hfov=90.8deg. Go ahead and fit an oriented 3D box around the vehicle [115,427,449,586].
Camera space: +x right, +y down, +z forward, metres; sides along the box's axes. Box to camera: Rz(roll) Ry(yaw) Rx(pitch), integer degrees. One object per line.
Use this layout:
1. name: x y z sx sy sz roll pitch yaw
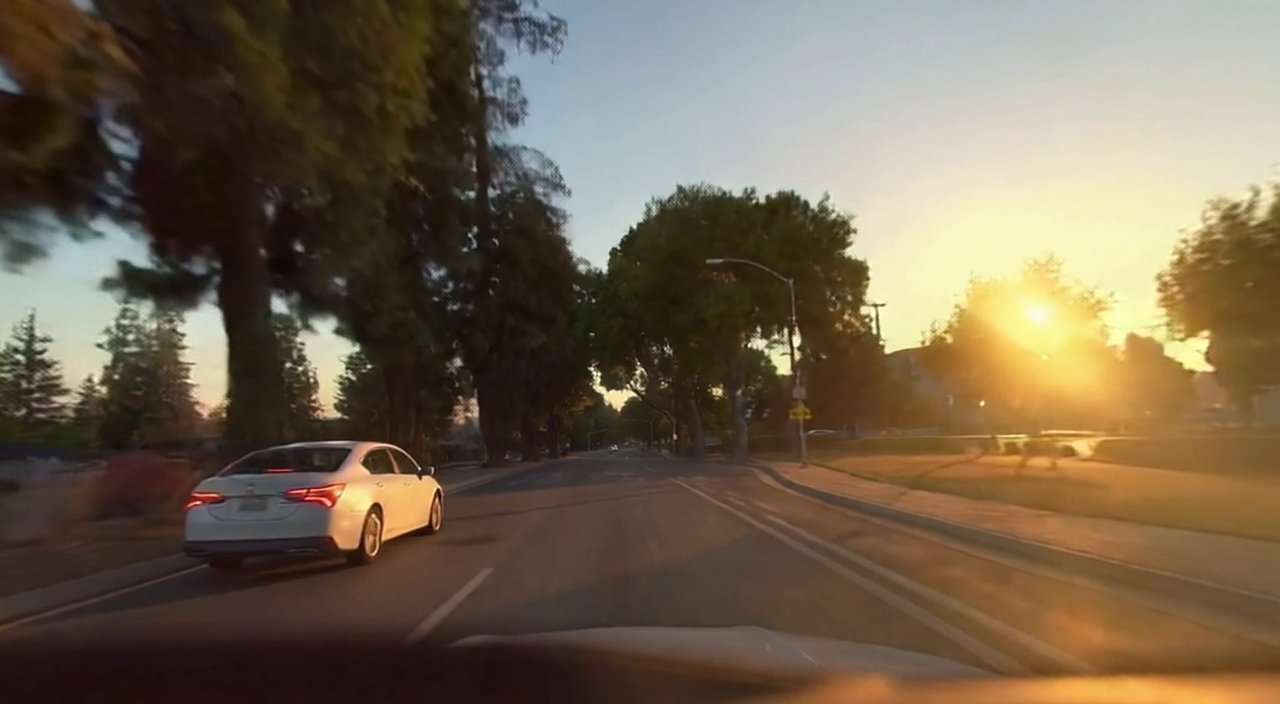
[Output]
1. vehicle: -4.151 1.831 8.364 1.915 1.521 4.283 0 -9 0
